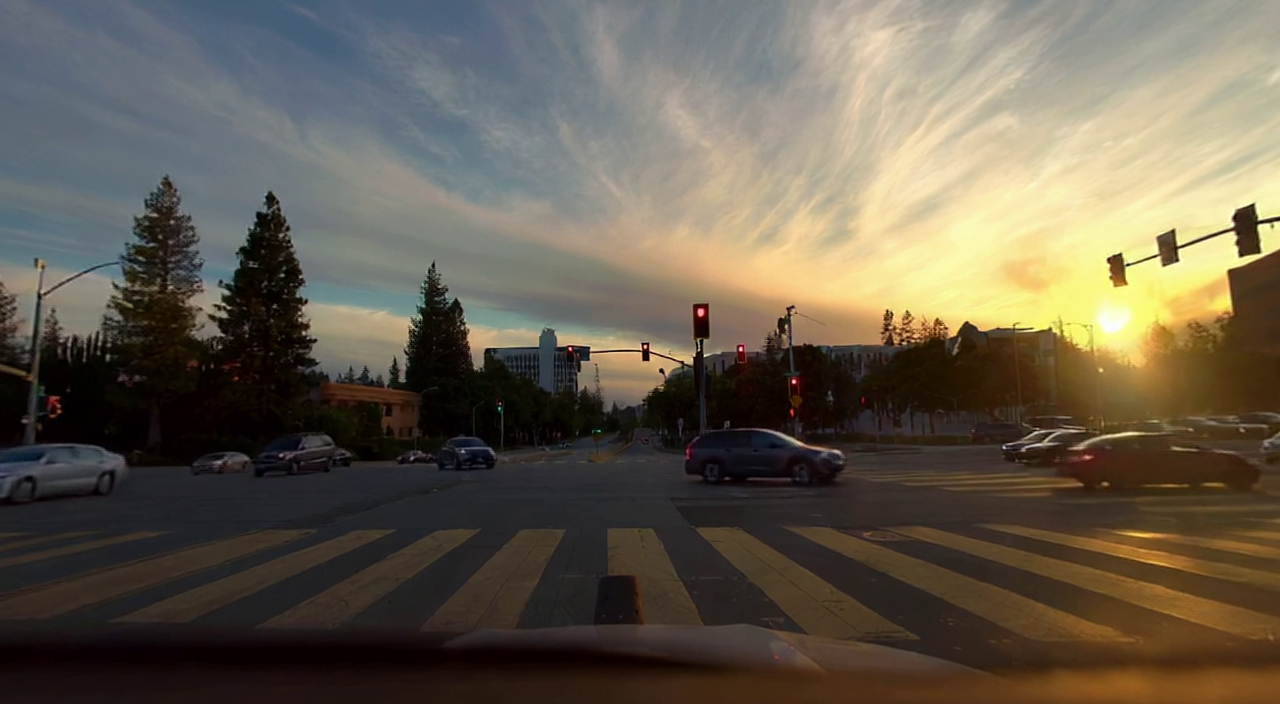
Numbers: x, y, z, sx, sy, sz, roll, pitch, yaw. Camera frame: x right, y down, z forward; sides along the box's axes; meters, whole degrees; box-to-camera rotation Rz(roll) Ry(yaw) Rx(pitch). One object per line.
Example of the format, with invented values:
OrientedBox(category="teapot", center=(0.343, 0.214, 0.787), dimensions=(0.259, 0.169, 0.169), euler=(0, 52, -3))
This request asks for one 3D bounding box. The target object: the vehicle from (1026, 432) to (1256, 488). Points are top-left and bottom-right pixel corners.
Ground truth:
OrientedBox(category="vehicle", center=(13.832, 3.009, 17.735), dimensions=(4.532, 1.467, 2.135), euler=(-1, -9, 4))

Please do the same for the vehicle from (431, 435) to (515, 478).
OrientedBox(category="vehicle", center=(-7.278, 4.457, 27.277), dimensions=(1.982, 1.678, 4.180), euler=(6, -11, -37))

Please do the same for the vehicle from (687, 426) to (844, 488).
OrientedBox(category="vehicle", center=(4.182, 3.489, 21.233), dimensions=(4.767, 1.877, 2.017), euler=(-4, -10, 26))

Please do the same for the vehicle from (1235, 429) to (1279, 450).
OrientedBox(category="vehicle", center=(45.689, 6.277, 45.252), dimensions=(1.786, 1.412, 4.330), euler=(0, -9, 0))

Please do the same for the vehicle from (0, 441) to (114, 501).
OrientedBox(category="vehicle", center=(-19.612, 3.709, 19.999), dimensions=(2.088, 1.743, 4.417), euler=(0, -9, -1))

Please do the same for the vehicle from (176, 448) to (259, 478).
OrientedBox(category="vehicle", center=(-26.923, 7.032, 40.467), dimensions=(2.007, 1.783, 4.694), euler=(0, -9, 0))

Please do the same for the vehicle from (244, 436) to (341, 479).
OrientedBox(category="vehicle", center=(-16.382, 4.971, 30.106), dimensions=(1.977, 1.878, 4.575), euler=(0, -9, 0))
